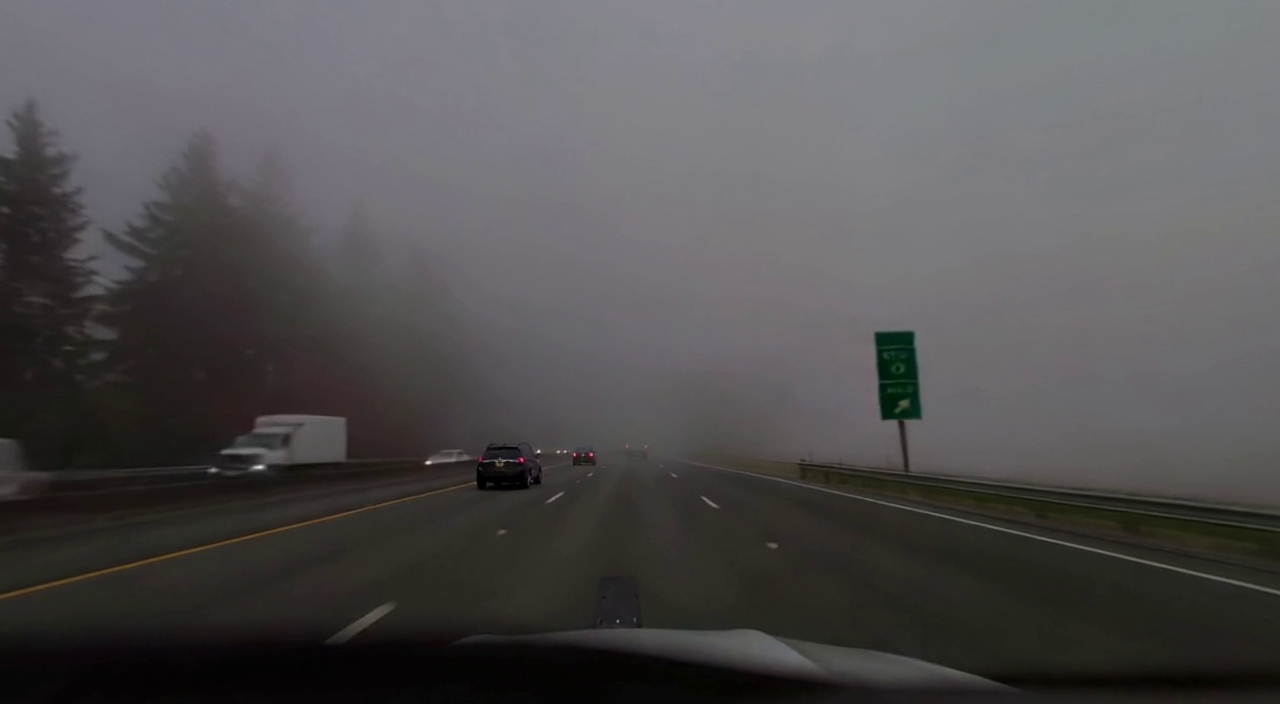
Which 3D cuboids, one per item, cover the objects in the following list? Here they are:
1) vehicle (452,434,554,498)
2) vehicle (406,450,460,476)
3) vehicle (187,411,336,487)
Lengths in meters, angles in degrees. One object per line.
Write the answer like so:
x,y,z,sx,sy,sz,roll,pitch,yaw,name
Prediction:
-3.992,3.411,19.094,2.151,1.693,4.201,0,-9,0,vehicle
-12.790,6.863,38.977,1.864,1.503,4.389,0,-9,0,vehicle
-17.321,4.516,29.410,2.523,3.082,6.976,-1,-9,1,vehicle
